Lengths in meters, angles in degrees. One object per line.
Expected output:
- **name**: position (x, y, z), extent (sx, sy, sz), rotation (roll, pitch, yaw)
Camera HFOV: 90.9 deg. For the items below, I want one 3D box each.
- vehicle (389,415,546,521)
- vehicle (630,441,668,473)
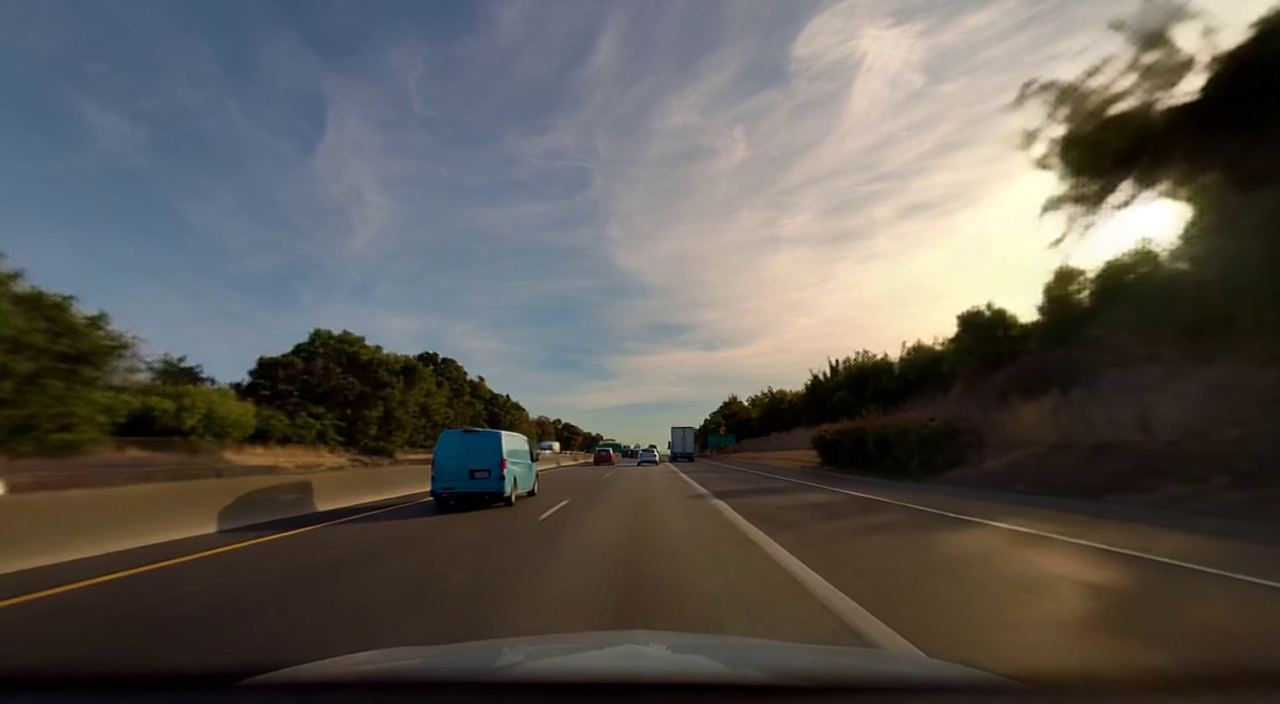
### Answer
- **vehicle**: position (-3.687, 2.616, 14.682), extent (2.167, 1.991, 5.062), rotation (-1, -9, 1)
- **vehicle**: position (0.522, 6.469, 39.053), extent (2.209, 1.825, 4.036), rotation (-1, -9, 1)
